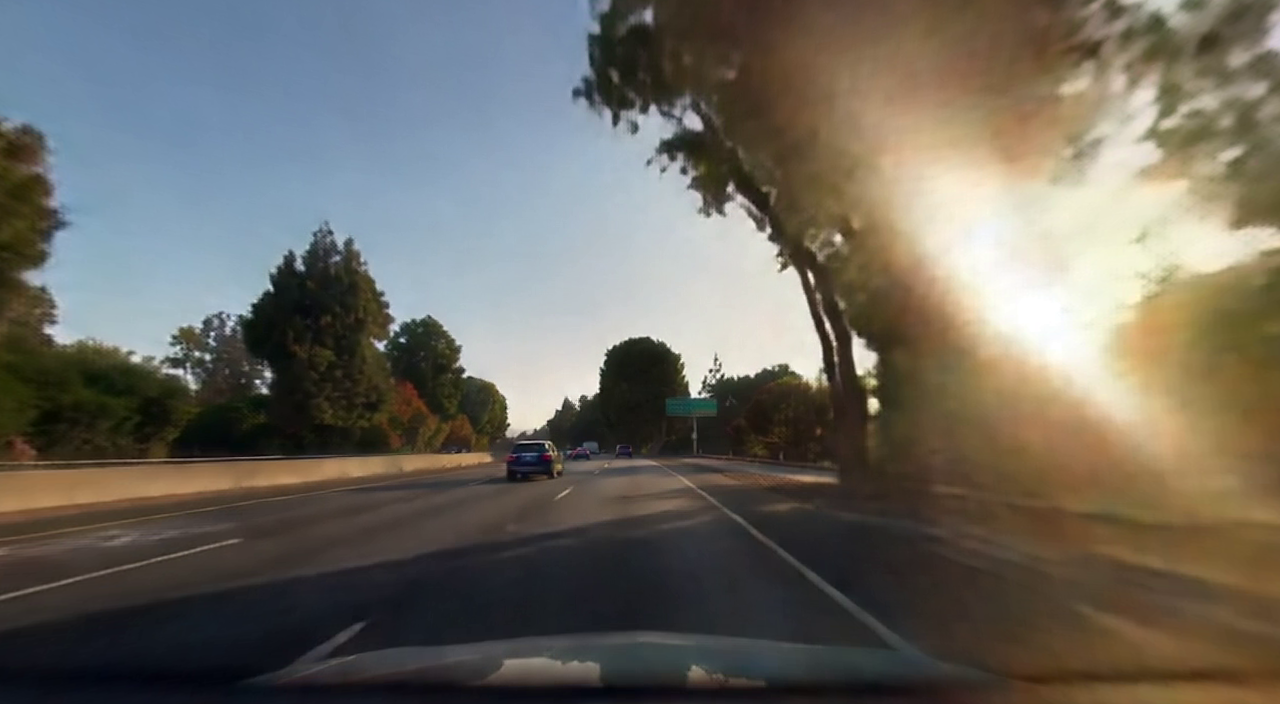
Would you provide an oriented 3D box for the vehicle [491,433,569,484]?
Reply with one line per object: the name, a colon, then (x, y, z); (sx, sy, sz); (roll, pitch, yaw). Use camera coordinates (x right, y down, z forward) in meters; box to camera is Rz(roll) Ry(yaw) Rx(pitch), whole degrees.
vehicle: (-4.029, 3.974, 23.888); (2.162, 1.724, 4.537); (0, -8, 0)
